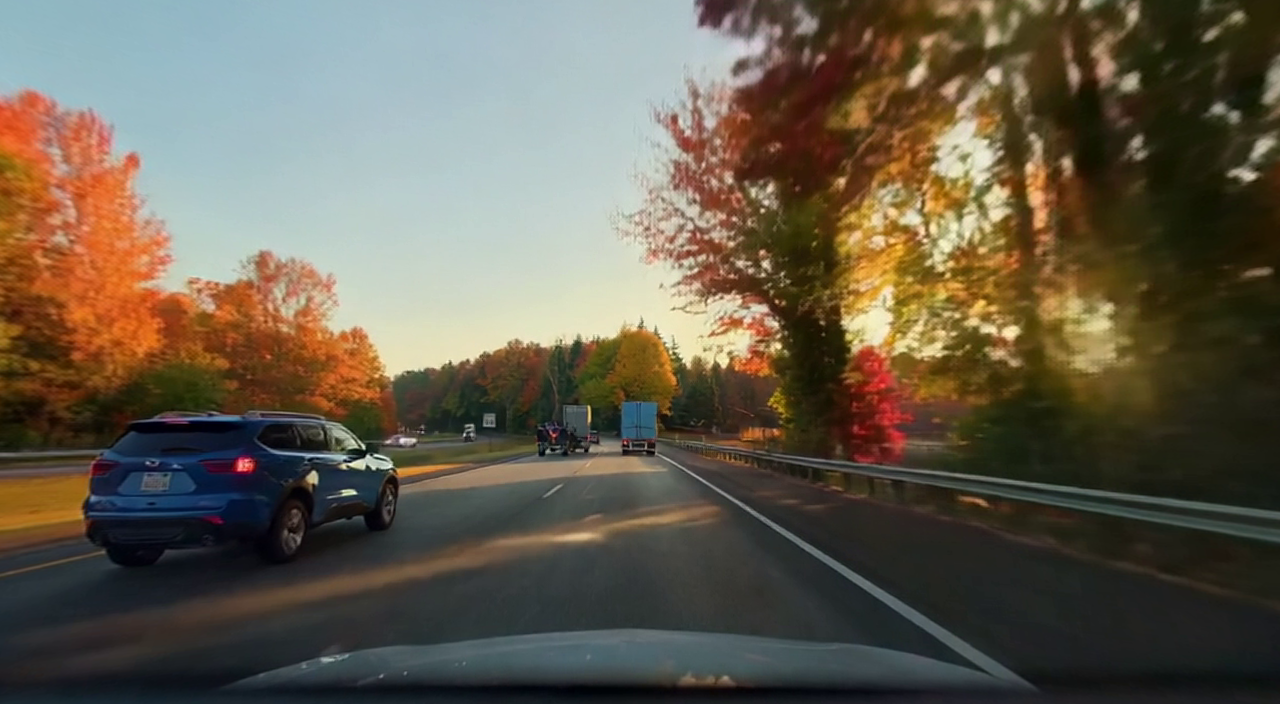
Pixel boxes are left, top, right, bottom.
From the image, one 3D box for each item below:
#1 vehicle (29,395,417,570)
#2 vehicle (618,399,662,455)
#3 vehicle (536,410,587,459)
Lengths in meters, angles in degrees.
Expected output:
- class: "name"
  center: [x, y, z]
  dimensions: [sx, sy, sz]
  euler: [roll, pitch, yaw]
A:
- class: "vehicle"
  center: [-4.837, 1.568, 8.389]
  dimensions: [2.089, 1.669, 4.515]
  euler: [0, -8, 0]
- class: "vehicle"
  center: [-0.154, 5.918, 48.982]
  dimensions: [3.078, 3.955, 8.774]
  euler: [1, -8, -2]
- class: "vehicle"
  center: [-4.671, 5.048, 38.220]
  dimensions: [2.383, 2.726, 5.677]
  euler: [0, -8, 0]
